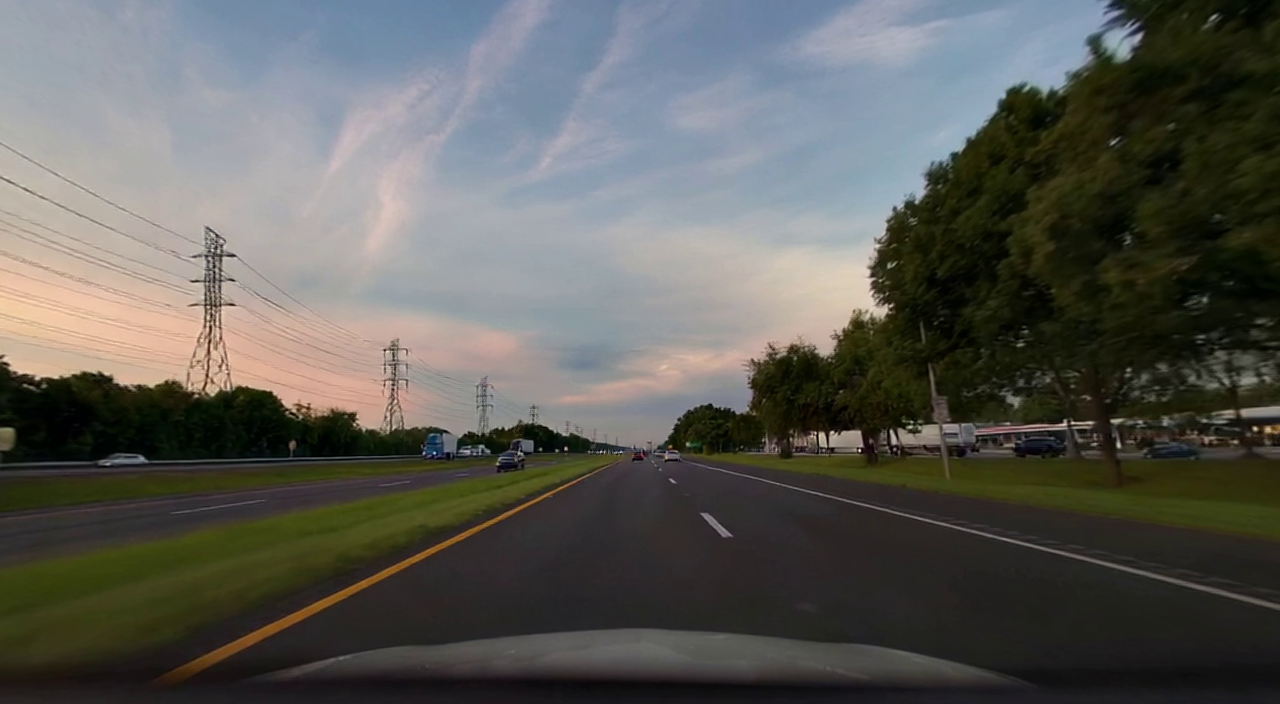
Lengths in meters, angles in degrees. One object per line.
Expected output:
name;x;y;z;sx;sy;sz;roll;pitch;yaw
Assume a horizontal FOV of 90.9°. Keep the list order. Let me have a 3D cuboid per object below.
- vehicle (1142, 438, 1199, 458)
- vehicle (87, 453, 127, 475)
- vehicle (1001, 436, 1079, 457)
vehicle;40.590;7.323;48.172;4.671;1.458;1.880;6;-10;-33
vehicle;-39.085;8.178;46.175;4.106;1.445;1.802;-9;-11;44
vehicle;29.843;7.074;47.058;4.541;1.499;1.838;-8;-12;43
